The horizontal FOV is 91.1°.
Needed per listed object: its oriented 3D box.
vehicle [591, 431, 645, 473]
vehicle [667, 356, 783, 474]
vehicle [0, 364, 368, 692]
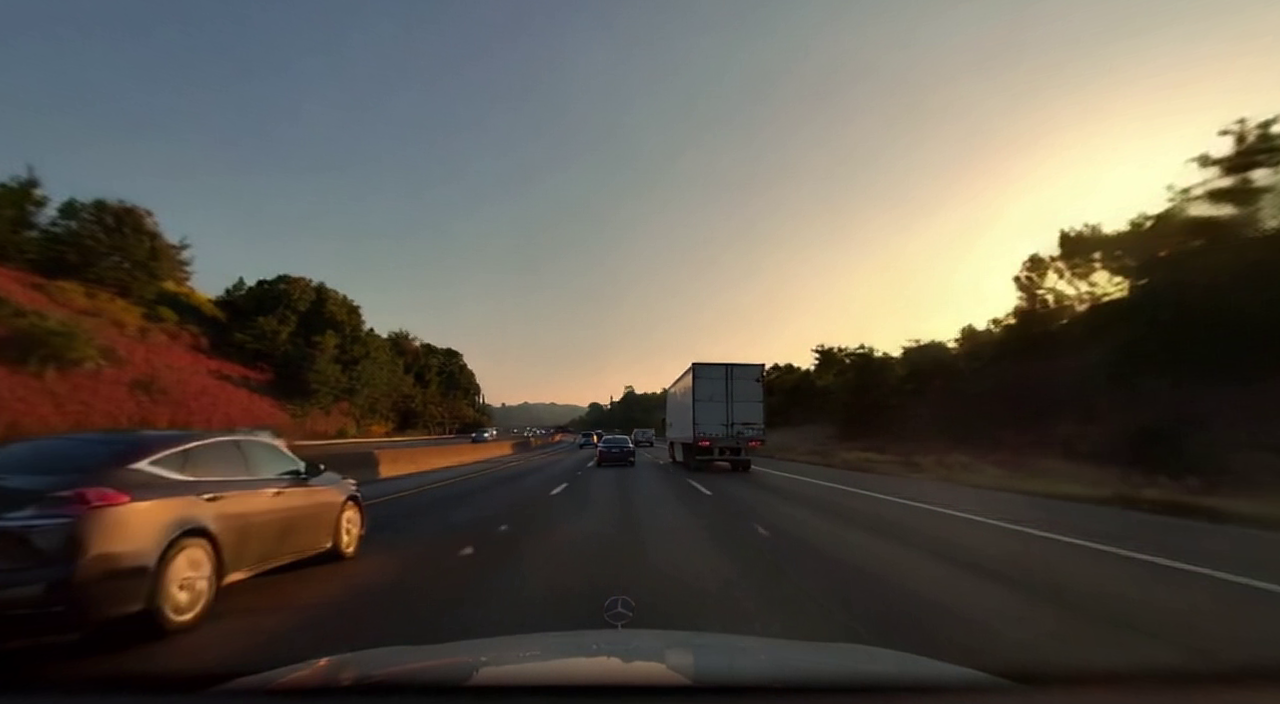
[{"bbox_3d":[-0.868,4.059,25.668,2.048,1.563,4.087,0,-8,-1],"label":"vehicle"},{"bbox_3d":[3.279,3.189,29.278,2.946,4.111,14.652,0,-8,-2],"label":"vehicle"},{"bbox_3d":[-4.497,1.222,5.365,2.264,1.699,4.648,0,-8,0],"label":"vehicle"}]
